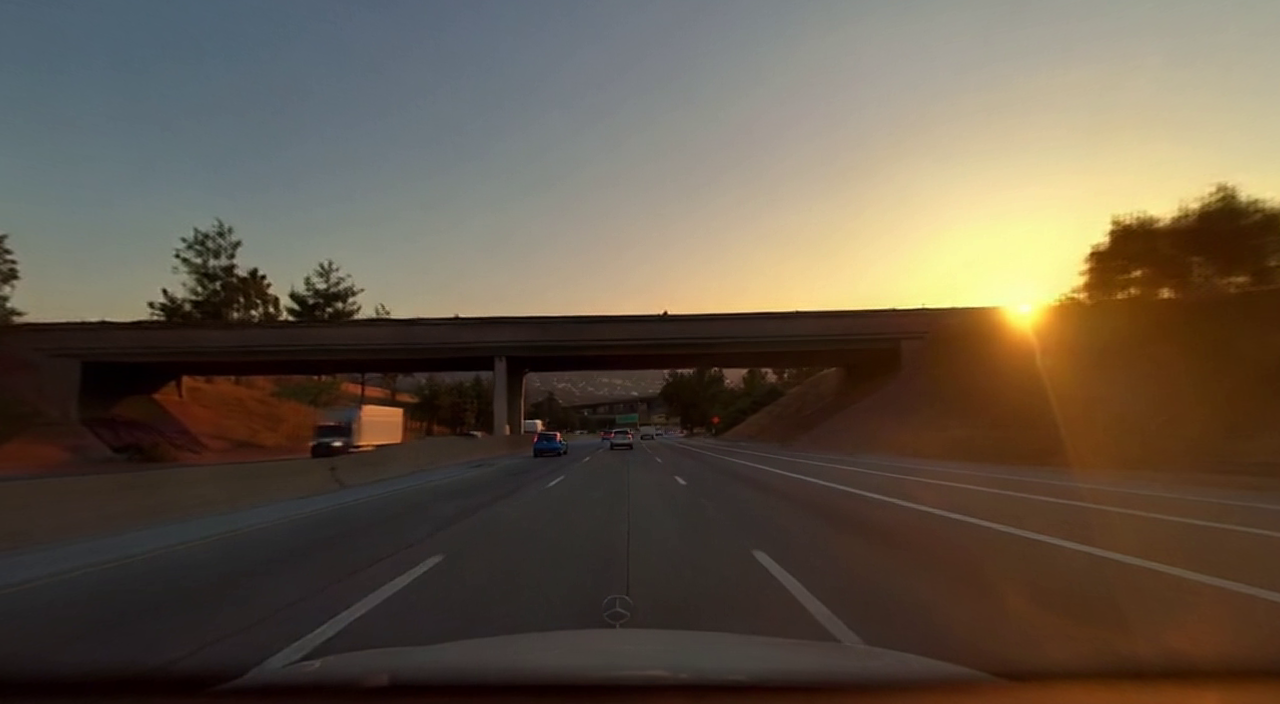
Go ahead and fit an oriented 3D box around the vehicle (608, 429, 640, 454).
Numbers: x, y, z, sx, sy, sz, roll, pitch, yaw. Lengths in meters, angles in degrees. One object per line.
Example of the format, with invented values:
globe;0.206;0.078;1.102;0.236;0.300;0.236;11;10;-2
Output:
vehicle;-1.073;6.179;43.680;2.116;1.625;4.004;0;-8;0

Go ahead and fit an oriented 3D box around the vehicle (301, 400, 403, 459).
vehicle;-20.831;5.761;46.322;2.968;3.835;9.465;0;-8;0

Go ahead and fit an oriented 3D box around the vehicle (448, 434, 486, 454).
vehicle;-13.349;7.128;48.685;1.875;1.479;3.819;0;-8;1

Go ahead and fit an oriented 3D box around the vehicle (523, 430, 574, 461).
vehicle;-4.804;4.949;33.561;2.017;1.537;4.496;0;-8;0
